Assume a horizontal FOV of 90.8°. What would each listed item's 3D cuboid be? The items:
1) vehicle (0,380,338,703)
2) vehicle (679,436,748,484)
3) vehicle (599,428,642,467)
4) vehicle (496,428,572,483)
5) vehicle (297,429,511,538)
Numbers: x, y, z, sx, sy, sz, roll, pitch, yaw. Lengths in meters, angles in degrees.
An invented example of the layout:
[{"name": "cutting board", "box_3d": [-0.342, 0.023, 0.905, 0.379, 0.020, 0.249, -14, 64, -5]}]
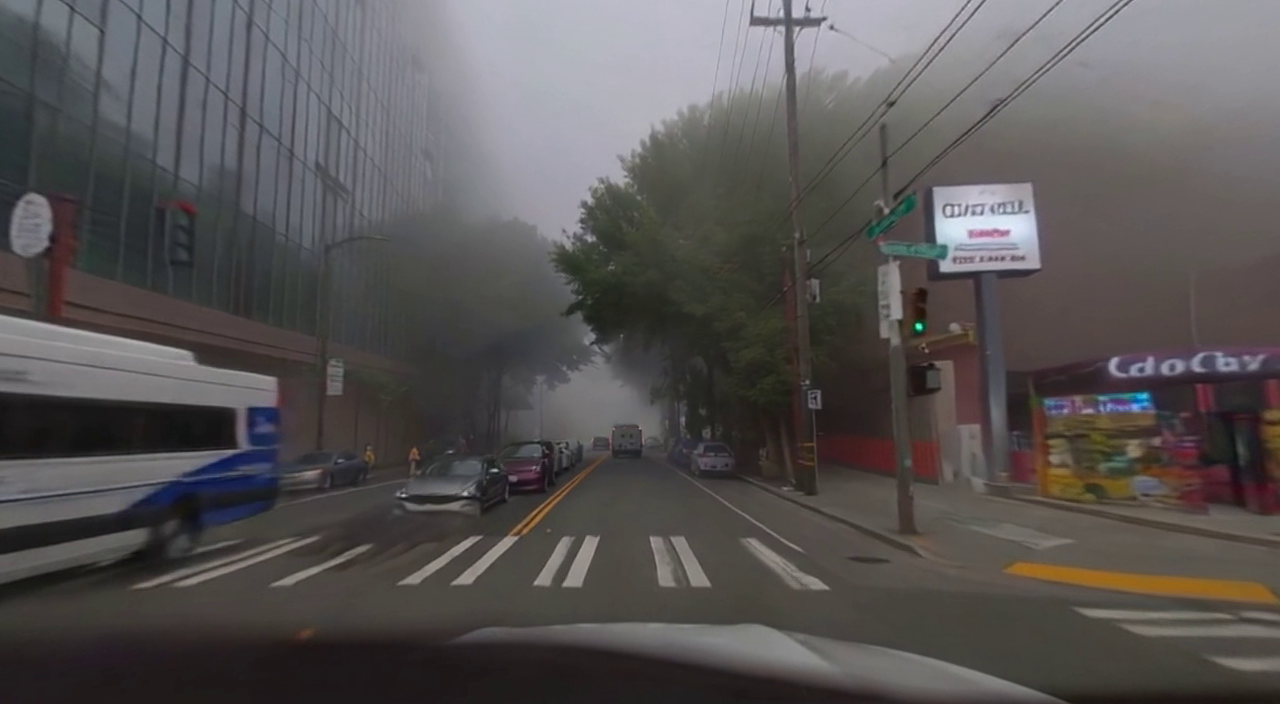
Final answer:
[{"name": "vehicle", "box_3d": [-3.437, 1.032, 3.081, 2.026, 1.616, 4.109, 0, -8, -3]}, {"name": "vehicle", "box_3d": [2.662, 4.002, 23.789, 1.934, 1.633, 4.271, 0, -8, -2]}, {"name": "vehicle", "box_3d": [-1.047, 5.033, 33.483, 2.127, 1.893, 4.194, 0, -8, -2]}, {"name": "vehicle", "box_3d": [-3.661, 3.647, 22.577, 1.983, 1.727, 4.294, 0, -8, -1]}, {"name": "vehicle", "box_3d": [-3.888, 2.207, 11.255, 1.990, 1.568, 3.885, -1, -8, 6]}]
